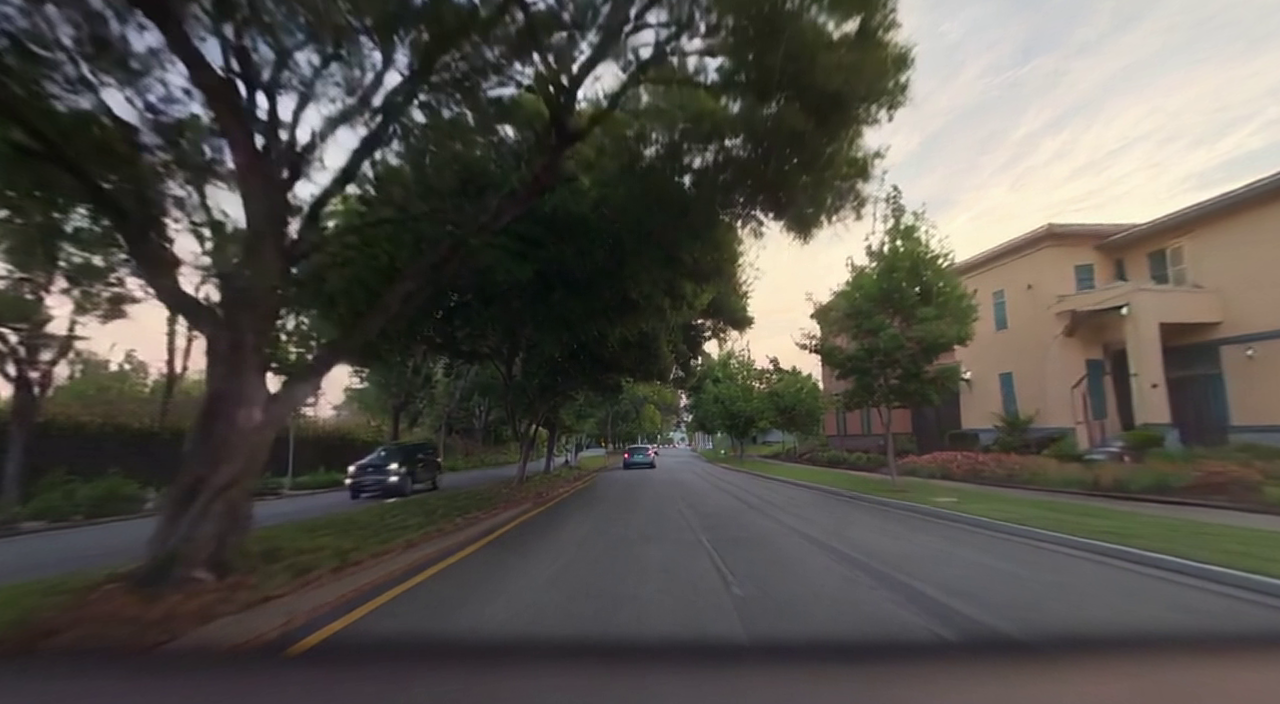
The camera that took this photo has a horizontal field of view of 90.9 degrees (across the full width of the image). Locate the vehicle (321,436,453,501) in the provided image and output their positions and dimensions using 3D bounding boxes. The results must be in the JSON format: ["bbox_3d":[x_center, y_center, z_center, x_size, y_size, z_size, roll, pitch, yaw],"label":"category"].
[{"bbox_3d":[-7.648,3.527,19.632,2.055,1.757,4.584,0,-8,2],"label":"vehicle"}]

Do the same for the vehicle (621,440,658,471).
[{"bbox_3d":[0.033,6.195,37.936,2.129,1.713,4.314,0,-8,1],"label":"vehicle"}]
